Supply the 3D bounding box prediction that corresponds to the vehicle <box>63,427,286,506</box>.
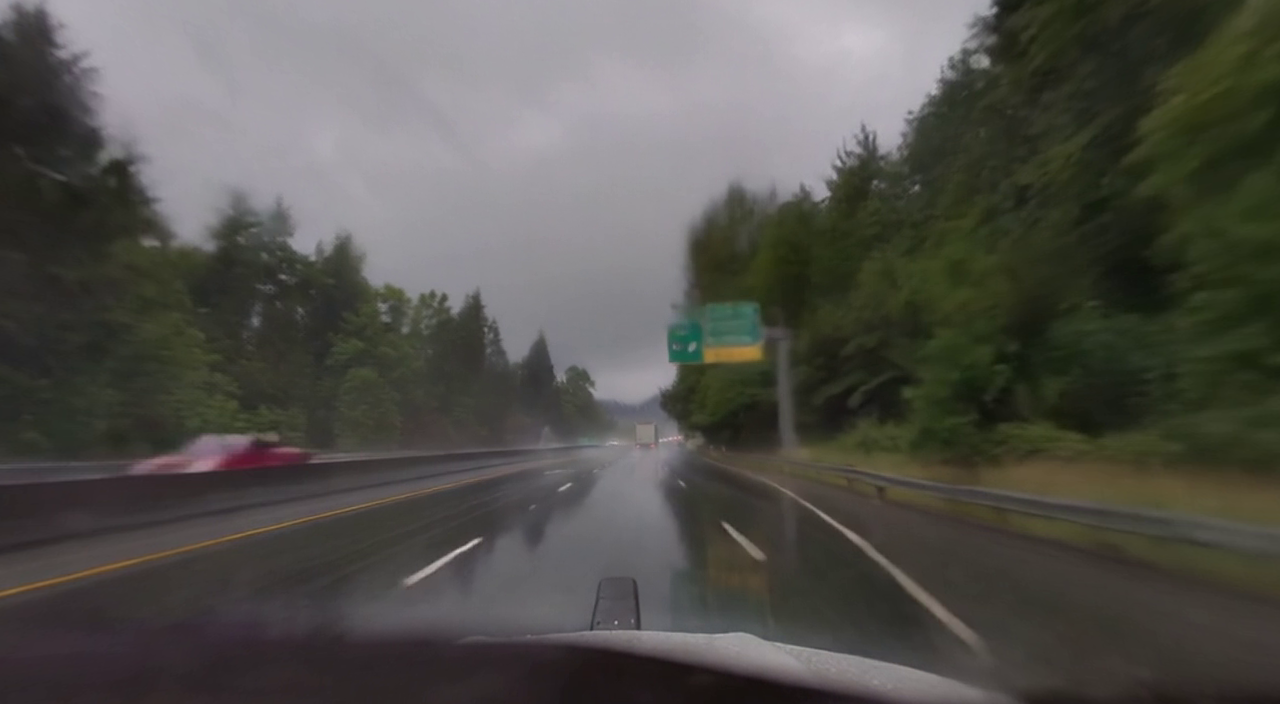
[{"bbox_3d":[-11.248,2.769,15.791,2.053,1.638,4.747,0,-8,-2],"label":"vehicle"}]
